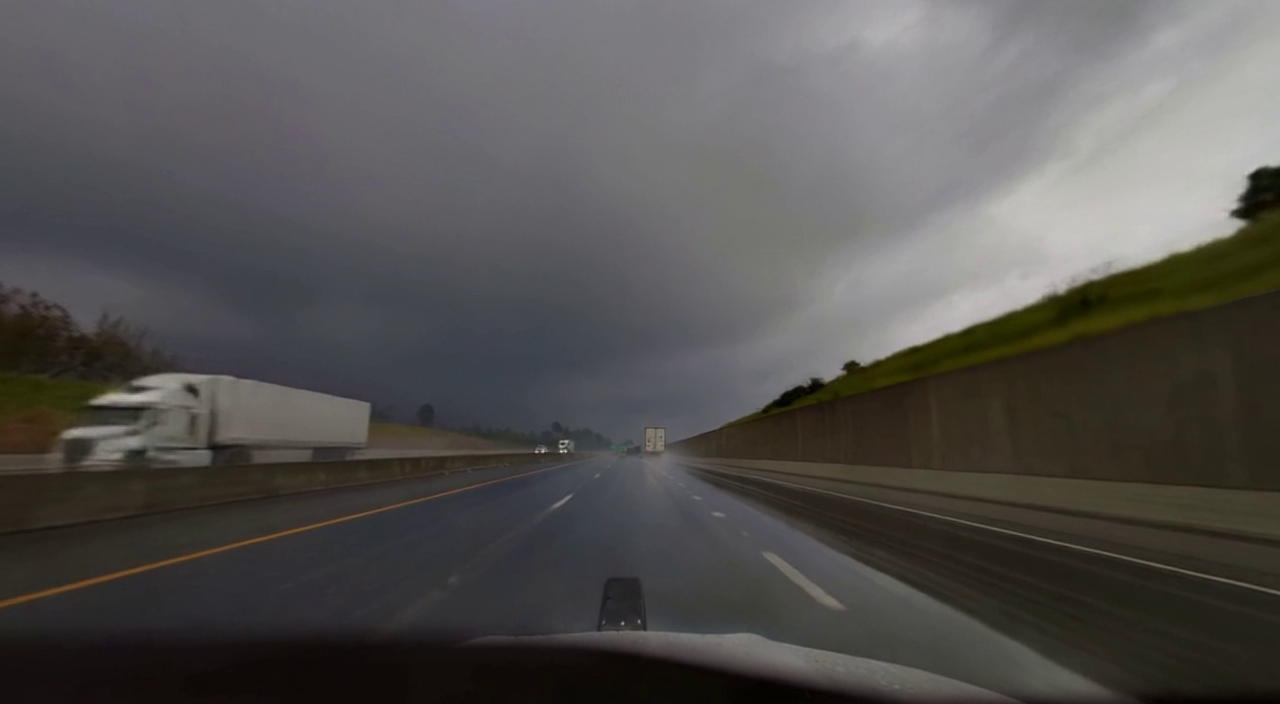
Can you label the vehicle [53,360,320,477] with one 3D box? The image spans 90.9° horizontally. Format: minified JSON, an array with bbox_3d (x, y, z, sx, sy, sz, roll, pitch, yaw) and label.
[{"bbox_3d":[-19.373,3.326,28.798,2.897,4.187,12.412,0,-9,0],"label":"vehicle"}]
